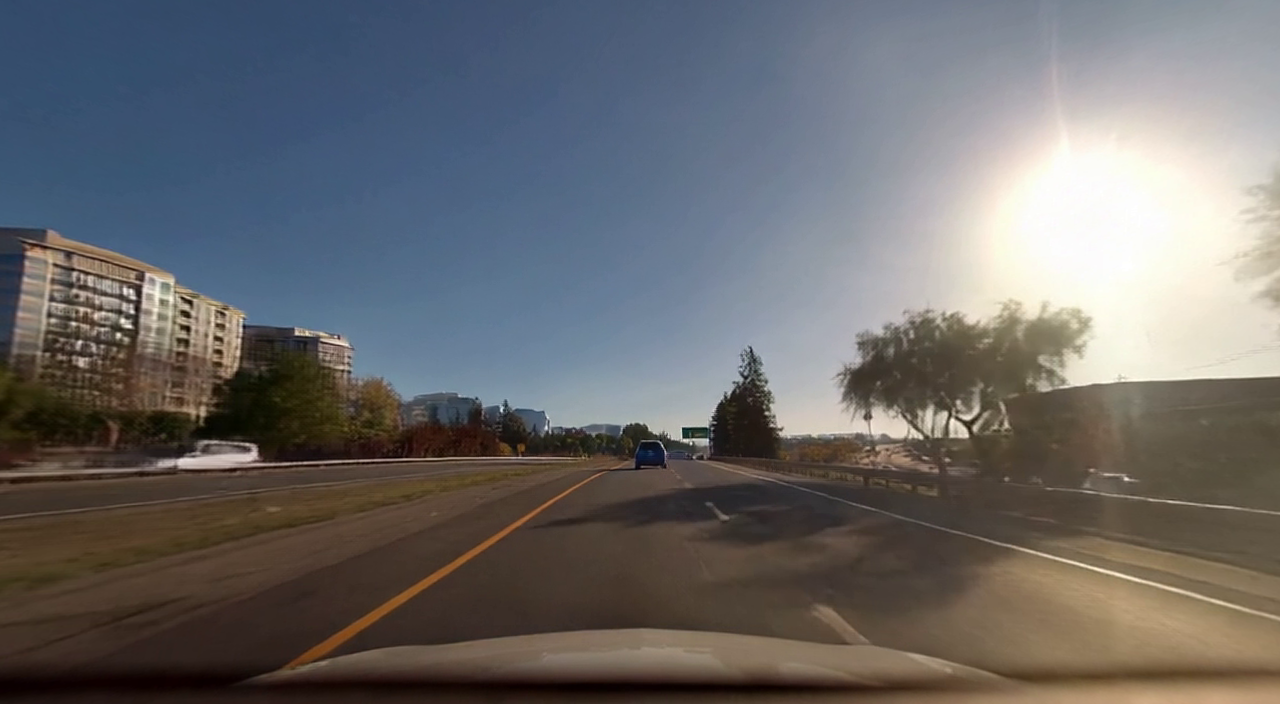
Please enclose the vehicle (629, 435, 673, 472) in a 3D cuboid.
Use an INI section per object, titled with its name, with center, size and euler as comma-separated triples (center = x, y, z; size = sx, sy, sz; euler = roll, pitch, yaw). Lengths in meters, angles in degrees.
[vehicle]
center = 0.711, 6.246, 38.807
size = 2.546, 2.126, 5.153
euler = 0, -9, 2
